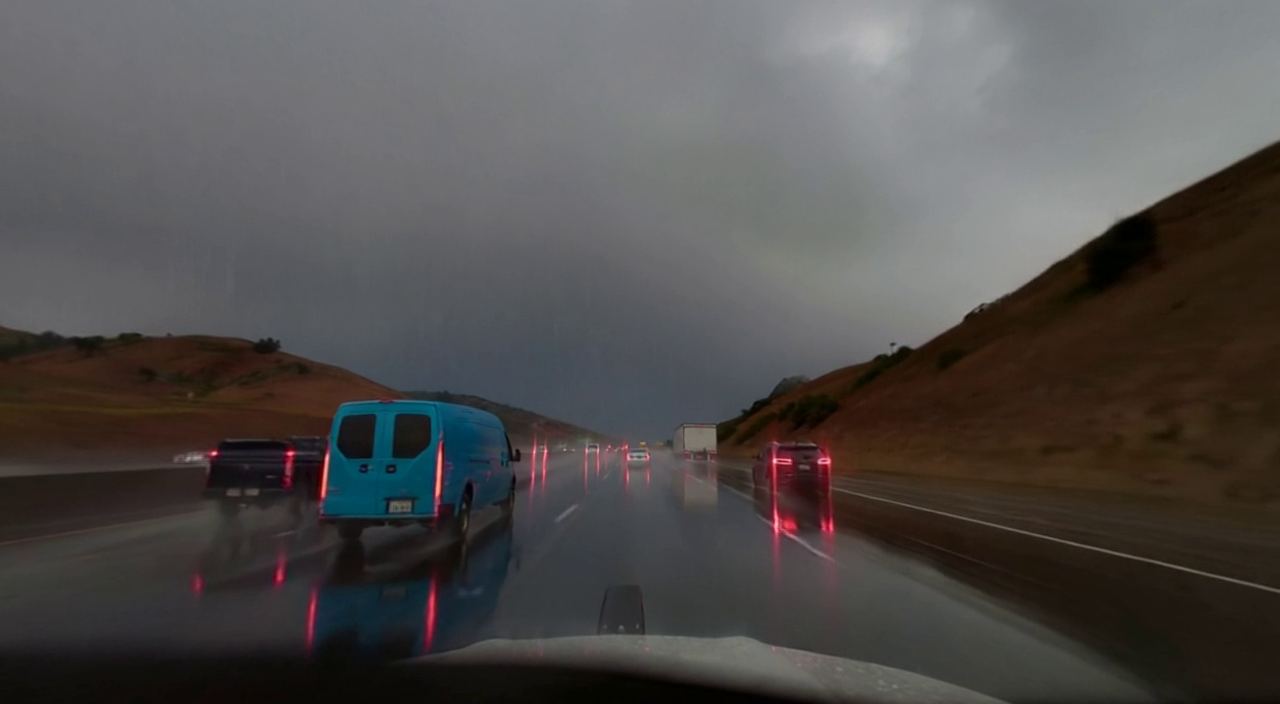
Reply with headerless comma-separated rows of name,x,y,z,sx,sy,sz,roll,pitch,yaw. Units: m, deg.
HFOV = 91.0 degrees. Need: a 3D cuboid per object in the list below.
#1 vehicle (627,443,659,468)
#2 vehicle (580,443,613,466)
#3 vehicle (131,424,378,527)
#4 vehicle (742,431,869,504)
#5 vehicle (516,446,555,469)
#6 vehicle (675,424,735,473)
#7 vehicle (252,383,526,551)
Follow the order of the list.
vehicle,0.173,6.792,41.508,2.014,1.543,3.804,0,-9,-1
vehicle,-3.239,7.709,47.470,2.138,1.581,4.340,0,-9,0
vehicle,-7.570,2.471,13.186,2.054,1.715,4.928,0,-9,0
vehicle,4.005,2.883,16.038,2.051,1.598,4.145,0,-9,-1
vehicle,-7.256,7.363,44.166,2.021,1.500,4.512,0,-9,0
vehicle,3.862,6.033,39.344,2.877,2.730,7.831,0,-9,0
vehicle,-3.828,1.945,11.244,2.421,2.203,5.775,0,-9,1
